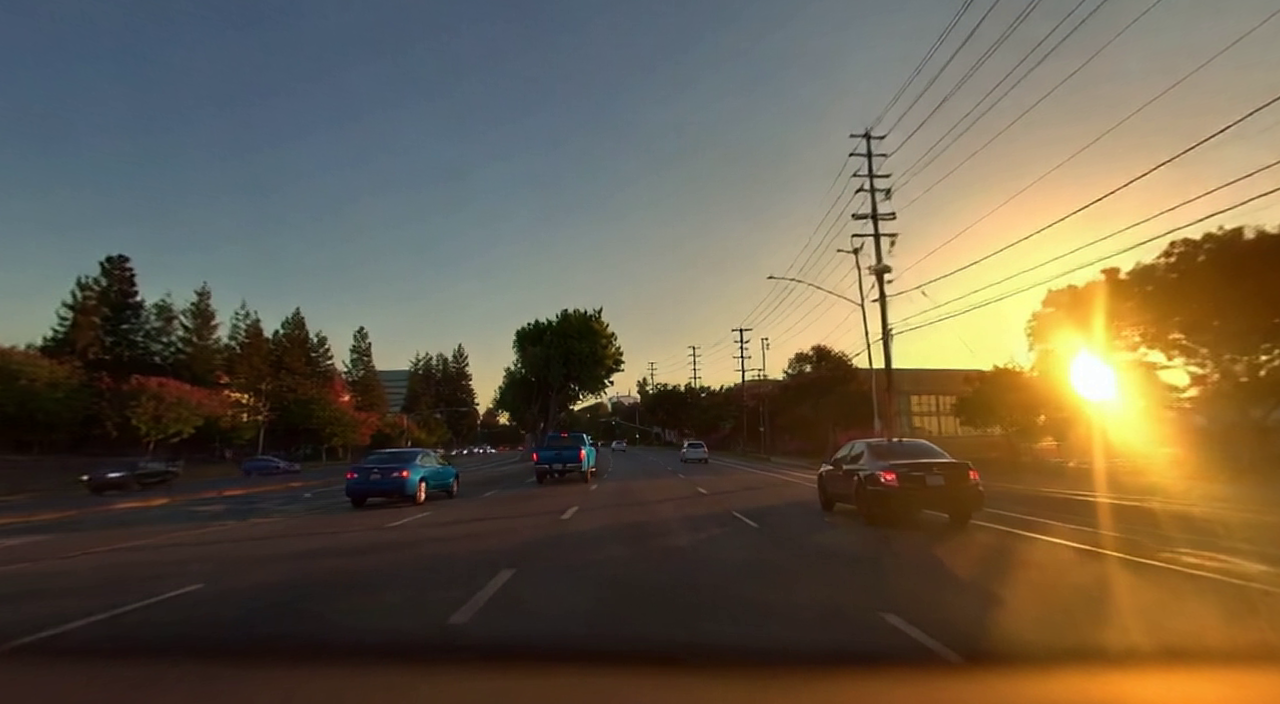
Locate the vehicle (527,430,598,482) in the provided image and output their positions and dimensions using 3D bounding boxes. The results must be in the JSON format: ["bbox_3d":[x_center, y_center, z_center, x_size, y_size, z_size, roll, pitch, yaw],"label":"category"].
[{"bbox_3d":[-3.211,4.495,27.682,2.467,1.991,6.089,0,-9,-1],"label":"vehicle"}]

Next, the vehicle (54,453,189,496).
[{"bbox_3d":[-28.071,6.606,34.586,2.218,2.034,6.104,0,-9,0],"label":"vehicle"}]

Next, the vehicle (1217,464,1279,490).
[{"bbox_3d":[36.609,7.317,37.077,3.635,1.401,1.691,-2,-10,3],"label":"vehicle"}]

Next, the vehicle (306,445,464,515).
[{"bbox_3d":[-6.223,3.161,16.186,2.035,1.497,4.723,0,-9,1],"label":"vehicle"}]

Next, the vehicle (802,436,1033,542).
[{"bbox_3d":[4.413,2.226,11.024,1.840,1.428,4.602,0,-9,-2],"label":"vehicle"}]

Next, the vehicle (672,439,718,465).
[{"bbox_3d":[3.213,6.001,37.893,2.071,1.435,4.226,0,-9,-4],"label":"vehicle"}]

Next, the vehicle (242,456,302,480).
[{"bbox_3d":[-28.809,9.091,49.611,1.911,1.701,4.473,0,-8,1],"label":"vehicle"}]
